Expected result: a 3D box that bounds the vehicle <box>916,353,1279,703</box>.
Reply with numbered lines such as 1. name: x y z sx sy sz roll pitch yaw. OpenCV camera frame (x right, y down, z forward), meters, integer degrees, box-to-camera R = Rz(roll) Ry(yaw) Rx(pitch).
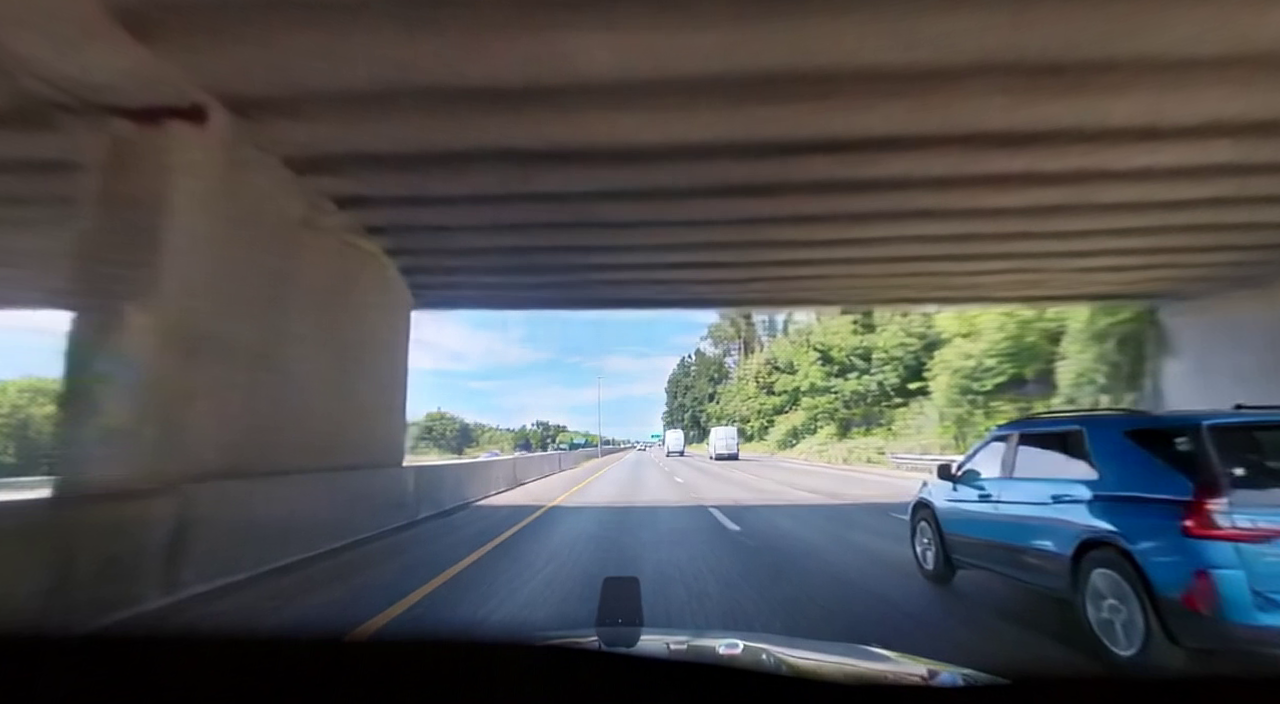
1. vehicle: 4.004 1.065 4.309 2.148 1.691 4.443 0 -9 -1
